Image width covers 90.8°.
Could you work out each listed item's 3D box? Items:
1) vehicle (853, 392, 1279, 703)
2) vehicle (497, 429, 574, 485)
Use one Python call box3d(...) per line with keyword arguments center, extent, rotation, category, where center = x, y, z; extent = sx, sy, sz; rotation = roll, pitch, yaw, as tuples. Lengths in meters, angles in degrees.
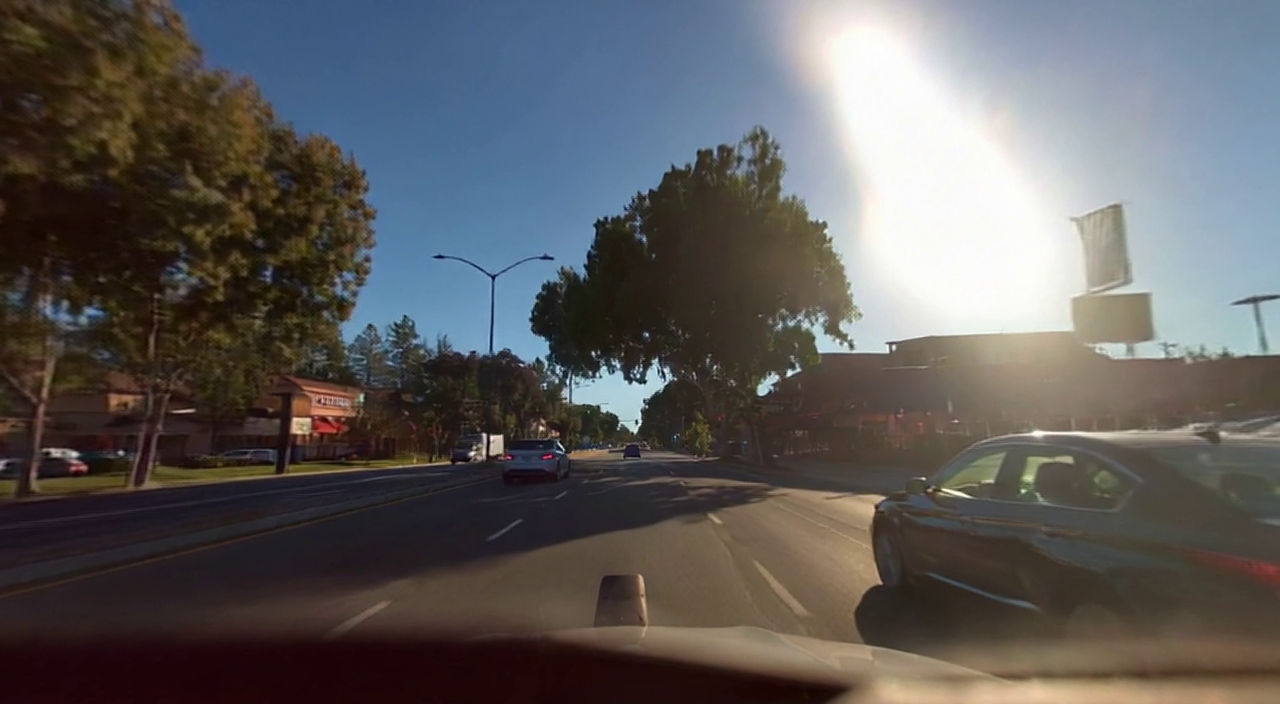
box3d(center=(3.261, 1.188, 4.201), extent=(1.975, 1.502, 4.787), rotation=(0, -8, -1), category="vehicle")
box3d(center=(-3.659, 3.786, 22.995), extent=(1.997, 1.806, 4.500), rotation=(0, -8, 1), category="vehicle")
